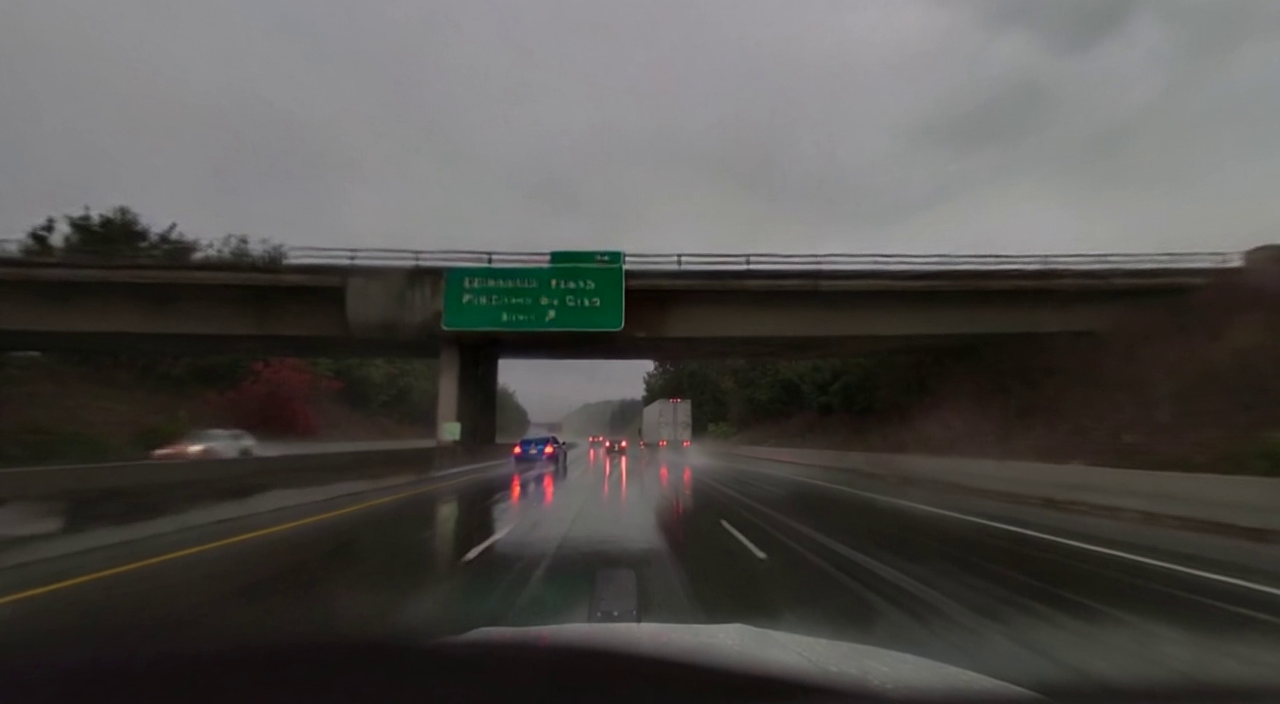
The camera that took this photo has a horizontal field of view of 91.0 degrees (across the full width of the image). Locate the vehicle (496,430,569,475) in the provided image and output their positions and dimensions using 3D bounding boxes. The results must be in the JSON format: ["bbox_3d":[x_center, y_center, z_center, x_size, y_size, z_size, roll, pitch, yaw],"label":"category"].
[{"bbox_3d":[-4.448,4.249,26.895,2.377,1.747,4.703,0,-8,-1],"label":"vehicle"}]

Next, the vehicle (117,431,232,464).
[{"bbox_3d":[-23.056,4.753,31.449,2.131,1.492,4.739,0,-8,-1],"label":"vehicle"}]

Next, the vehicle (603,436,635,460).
[{"bbox_3d":[-1.513,6.752,44.373,2.125,1.542,3.816,0,-8,-3],"label":"vehicle"}]
